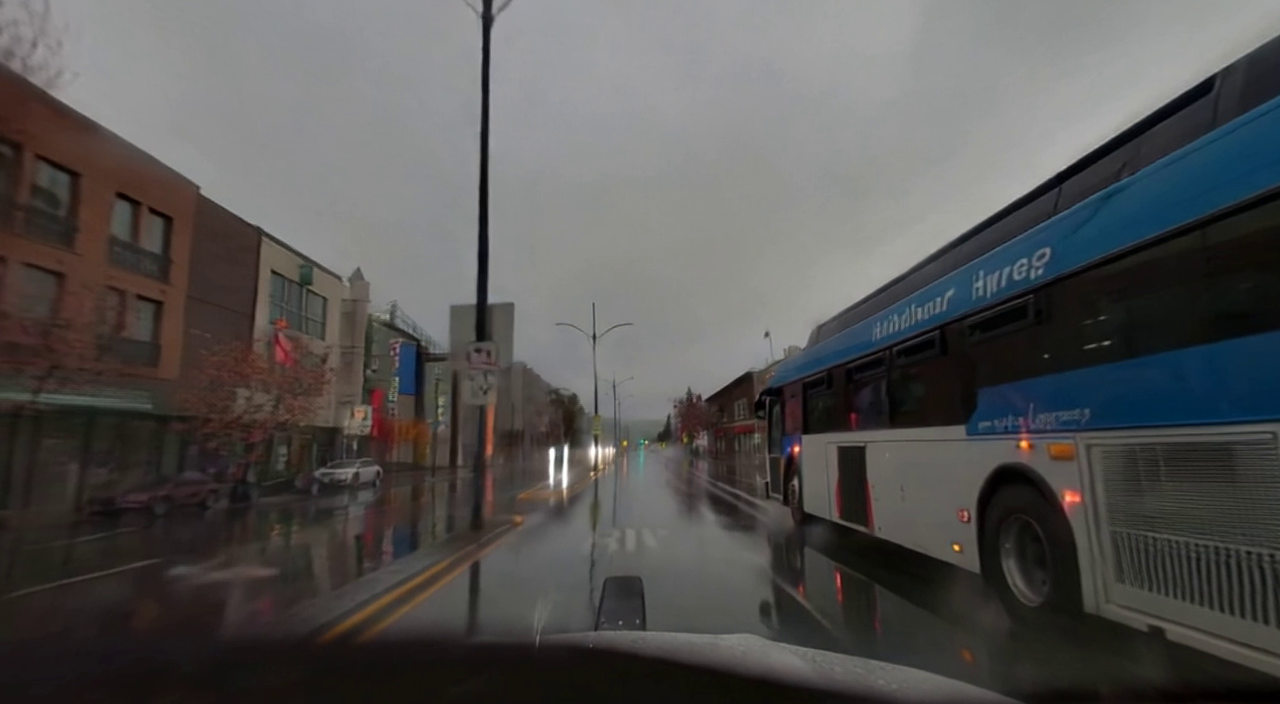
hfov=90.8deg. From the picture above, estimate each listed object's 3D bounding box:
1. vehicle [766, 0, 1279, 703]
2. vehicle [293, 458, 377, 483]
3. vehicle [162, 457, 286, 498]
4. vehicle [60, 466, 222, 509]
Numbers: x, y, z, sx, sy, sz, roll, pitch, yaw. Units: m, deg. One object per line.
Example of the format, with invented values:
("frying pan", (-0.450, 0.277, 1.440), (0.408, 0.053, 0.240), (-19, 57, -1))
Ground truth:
("vehicle", (4.164, 0.471, 5.554), (3.194, 3.345, 12.428), (0, -8, -2))
("vehicle", (-19.642, 7.639, 40.820), (4.409, 1.508, 1.803), (1, -9, -3))
("vehicle", (-19.363, 5.820, 29.545), (4.325, 1.777, 1.948), (0, -9, -1))
("vehicle", (-19.062, 5.180, 24.308), (4.522, 1.469, 1.840), (1, -9, -3))
